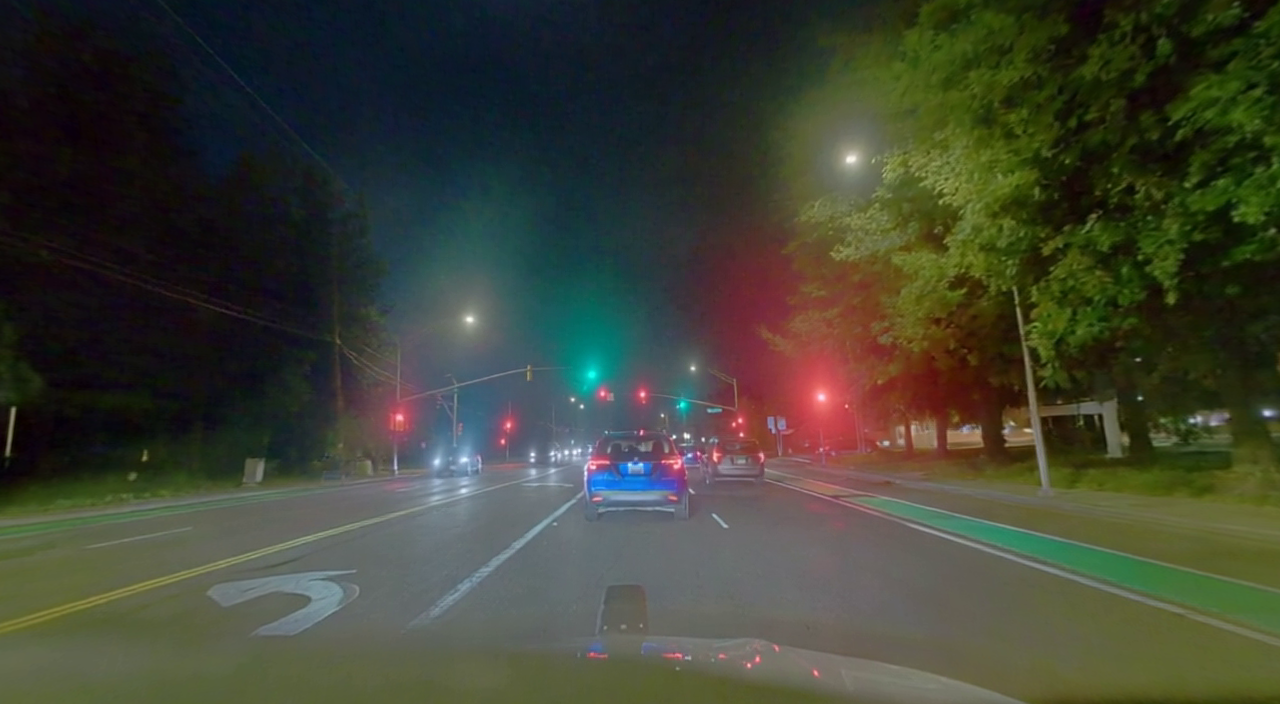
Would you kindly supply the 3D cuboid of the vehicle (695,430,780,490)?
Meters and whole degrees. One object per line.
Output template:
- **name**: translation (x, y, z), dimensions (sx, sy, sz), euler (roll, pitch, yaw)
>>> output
- **vehicle**: translation (3.213, 3.664, 21.754), dimensions (2.189, 1.815, 4.495), euler (0, -8, 0)

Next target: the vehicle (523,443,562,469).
- **vehicle**: translation (-6.887, 7.339, 44.845), dimensions (2.005, 1.729, 4.293), euler (0, -8, 1)

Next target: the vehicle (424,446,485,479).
- **vehicle**: translation (-9.994, 5.967, 34.352), dimensions (1.886, 1.666, 4.575), euler (0, -8, 1)

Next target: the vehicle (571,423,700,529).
- **vehicle**: translation (-0.059, 2.345, 12.424), dimensions (2.109, 1.730, 3.963), euler (0, -8, 0)
